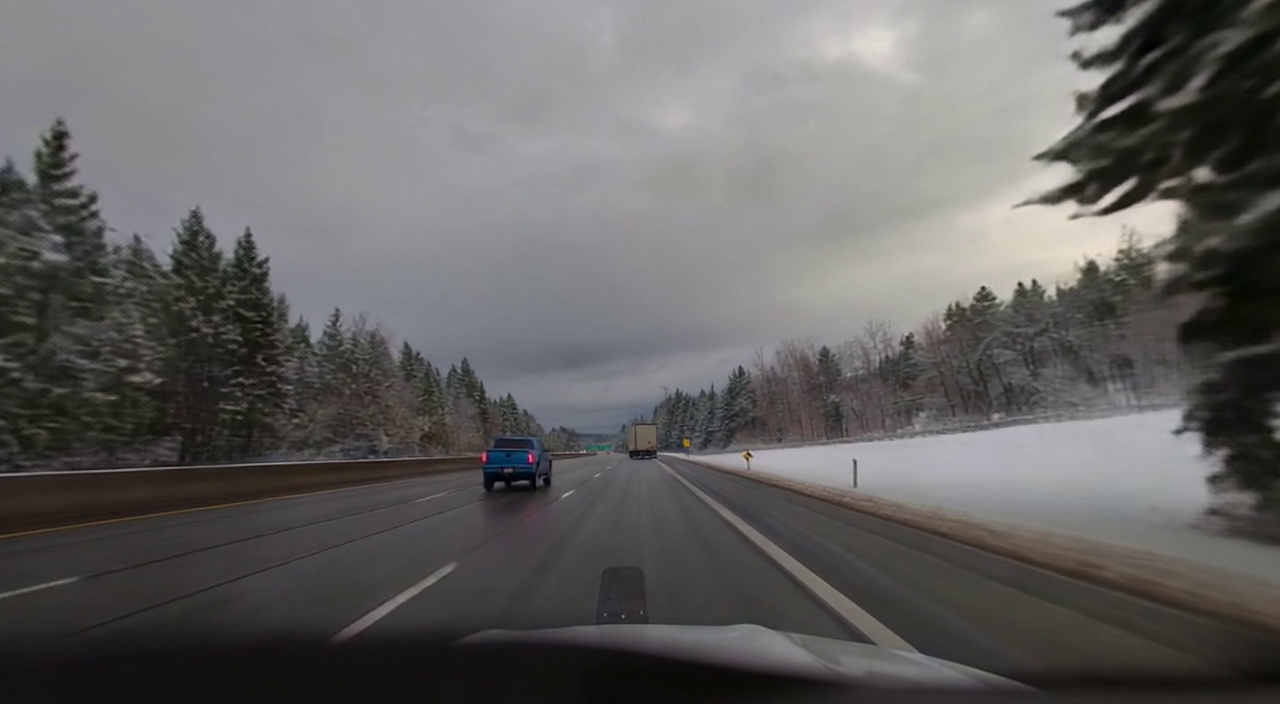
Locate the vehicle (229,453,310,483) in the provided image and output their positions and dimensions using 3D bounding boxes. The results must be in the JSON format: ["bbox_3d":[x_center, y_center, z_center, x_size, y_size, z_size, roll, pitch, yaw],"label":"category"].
[{"bbox_3d":[-20.164,6.319,34.556,1.810,1.467,4.286,-1,-9,0],"label":"vehicle"}]

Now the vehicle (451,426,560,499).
[{"bbox_3d":[-3.897,3.336,19.367,2.124,1.888,5.226,0,-9,1],"label":"vehicle"}]
